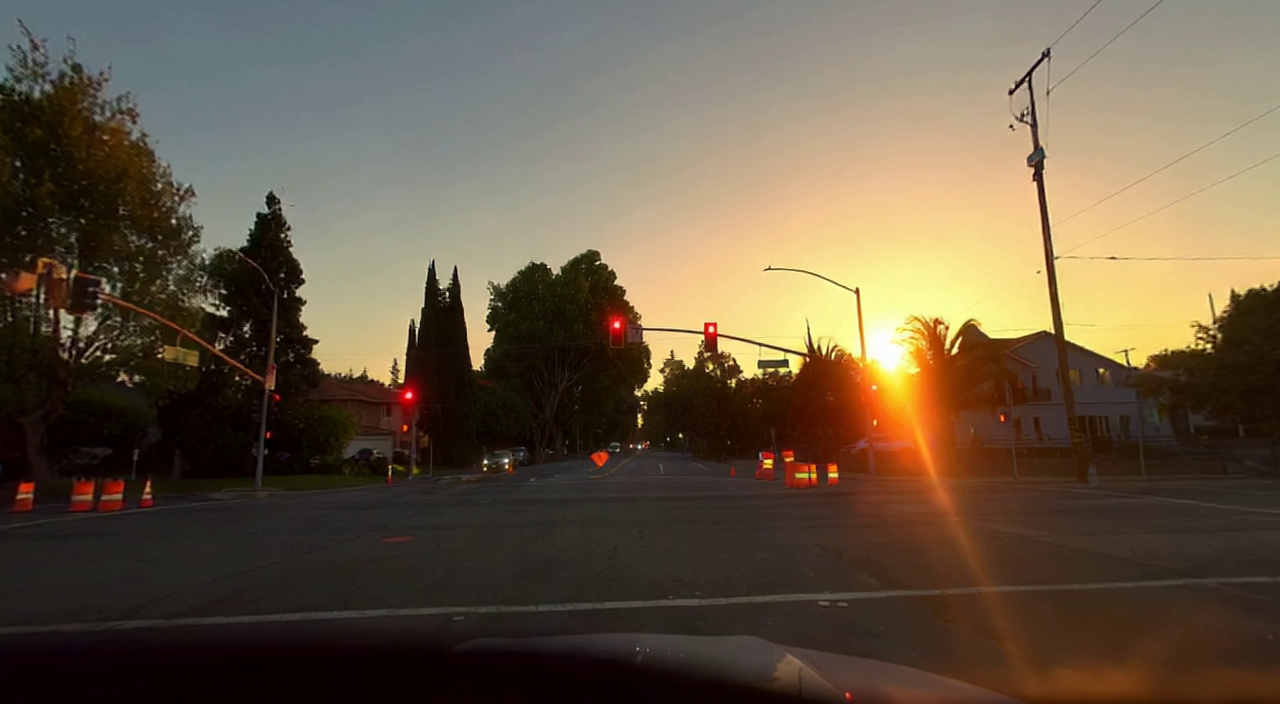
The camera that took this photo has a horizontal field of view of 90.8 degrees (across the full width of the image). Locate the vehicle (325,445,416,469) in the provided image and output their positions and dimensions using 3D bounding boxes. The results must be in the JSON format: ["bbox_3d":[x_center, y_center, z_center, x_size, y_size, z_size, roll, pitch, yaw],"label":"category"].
[{"bbox_3d":[-16.388,6.384,38.610,4.713,1.409,1.918,0,-8,-2],"label":"vehicle"}]

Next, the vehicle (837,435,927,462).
[{"bbox_3d":[15.380,6.172,40.327,4.892,1.656,1.856,0,-8,0],"label":"vehicle"}]

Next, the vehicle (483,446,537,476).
[{"bbox_3d":[-6.598,5.543,32.411,1.881,1.452,4.121,0,-8,0],"label":"vehicle"}]
